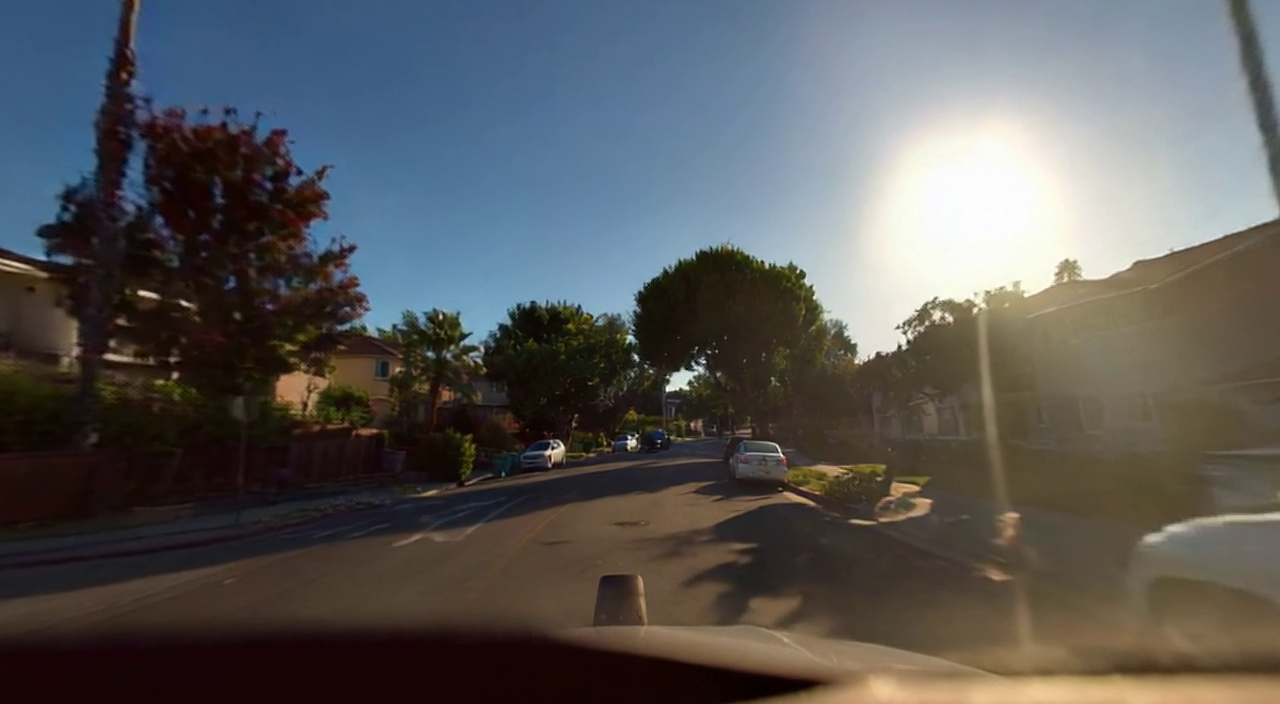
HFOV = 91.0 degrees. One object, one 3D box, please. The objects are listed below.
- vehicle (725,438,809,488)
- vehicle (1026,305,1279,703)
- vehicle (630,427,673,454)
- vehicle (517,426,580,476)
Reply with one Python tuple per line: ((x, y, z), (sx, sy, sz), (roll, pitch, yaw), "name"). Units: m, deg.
((4.028, 3.569, 20.643), (1.942, 1.465, 4.123), (0, -8, 1), "vehicle")
((3.436, 0.589, 1.156), (2.197, 1.816, 4.845), (0, -8, -3), "vehicle")
((0.898, 6.469, 45.906), (2.305, 1.781, 4.834), (-2, -8, 11), "vehicle")
((-4.869, 5.491, 34.364), (2.053, 1.713, 4.850), (-3, -21, 7), "vehicle")
